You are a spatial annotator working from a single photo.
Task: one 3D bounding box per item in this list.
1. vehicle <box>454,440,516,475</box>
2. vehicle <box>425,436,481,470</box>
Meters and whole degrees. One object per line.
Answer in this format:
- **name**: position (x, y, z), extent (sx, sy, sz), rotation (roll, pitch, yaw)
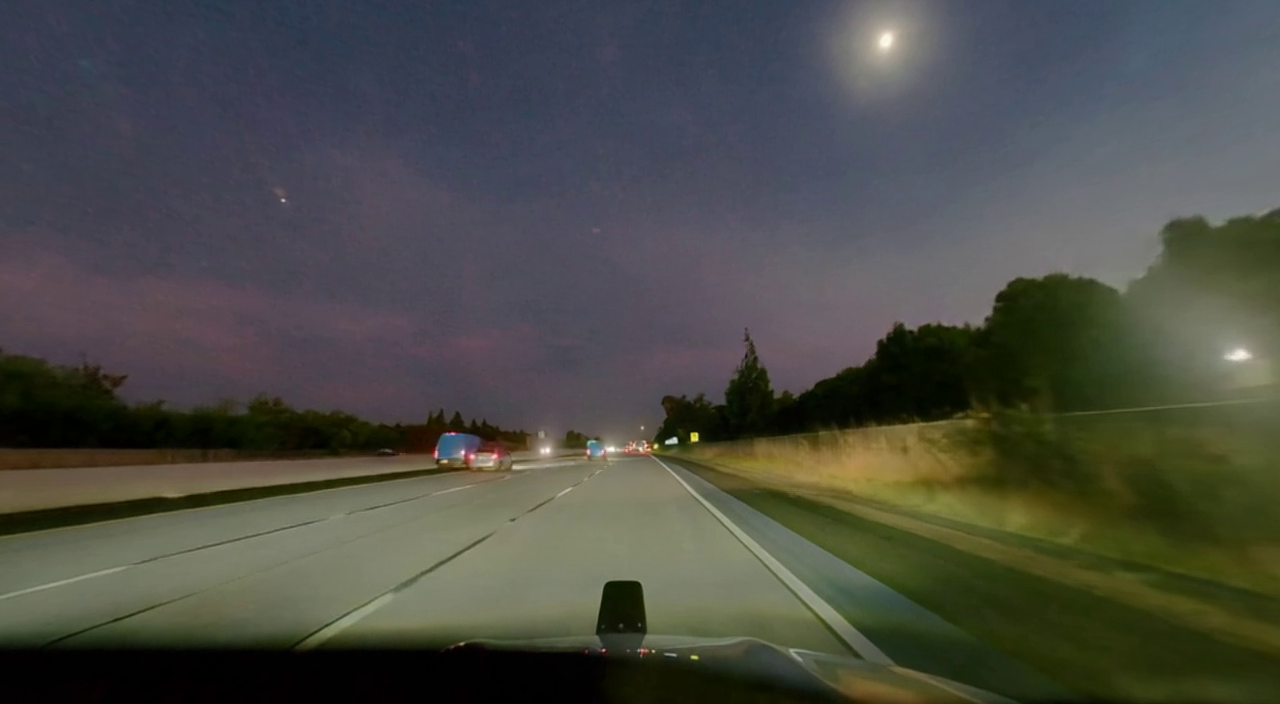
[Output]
- **vehicle**: position (-7.586, 5.207, 31.322), extent (2.014, 1.598, 4.015), rotation (0, -8, 1)
- **vehicle**: position (-11.087, 6.012, 37.735), extent (1.977, 1.870, 4.525), rotation (0, -8, 0)
